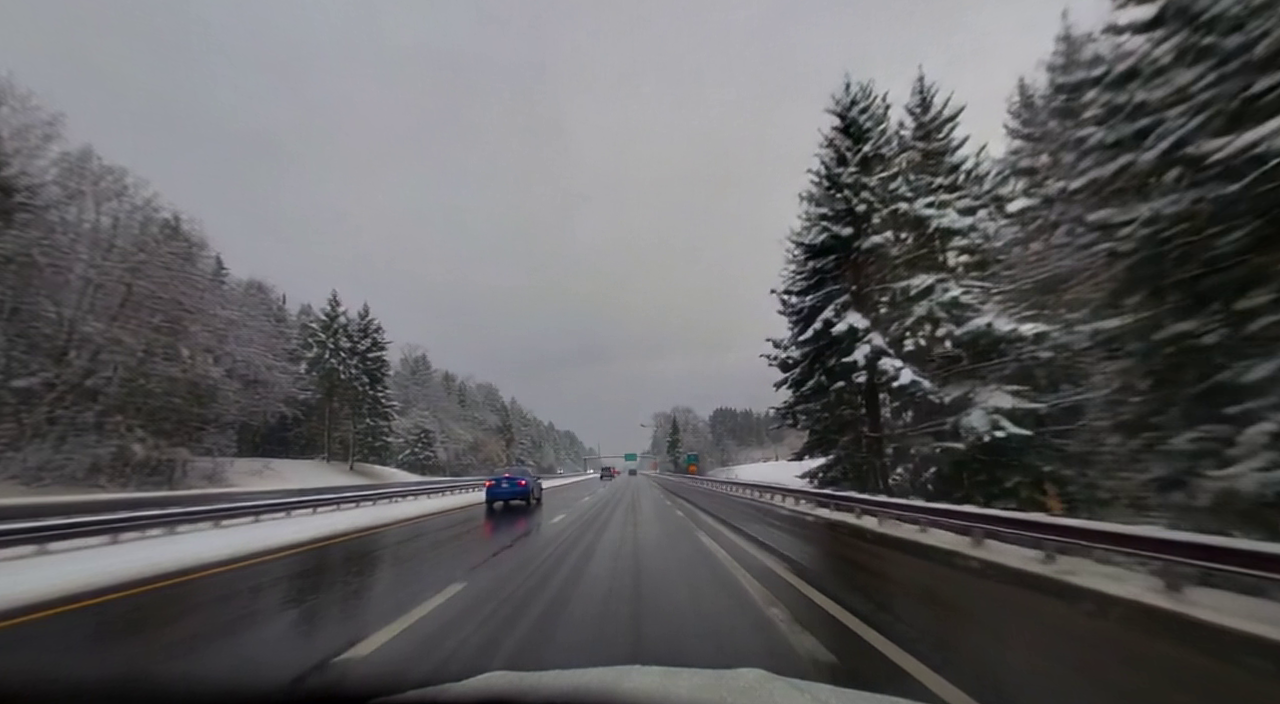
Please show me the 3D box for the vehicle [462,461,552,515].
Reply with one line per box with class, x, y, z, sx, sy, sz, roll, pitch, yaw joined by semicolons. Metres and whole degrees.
vehicle;-4.135;4.319;20.271;1.954;1.509;4.094;0;-10;1
